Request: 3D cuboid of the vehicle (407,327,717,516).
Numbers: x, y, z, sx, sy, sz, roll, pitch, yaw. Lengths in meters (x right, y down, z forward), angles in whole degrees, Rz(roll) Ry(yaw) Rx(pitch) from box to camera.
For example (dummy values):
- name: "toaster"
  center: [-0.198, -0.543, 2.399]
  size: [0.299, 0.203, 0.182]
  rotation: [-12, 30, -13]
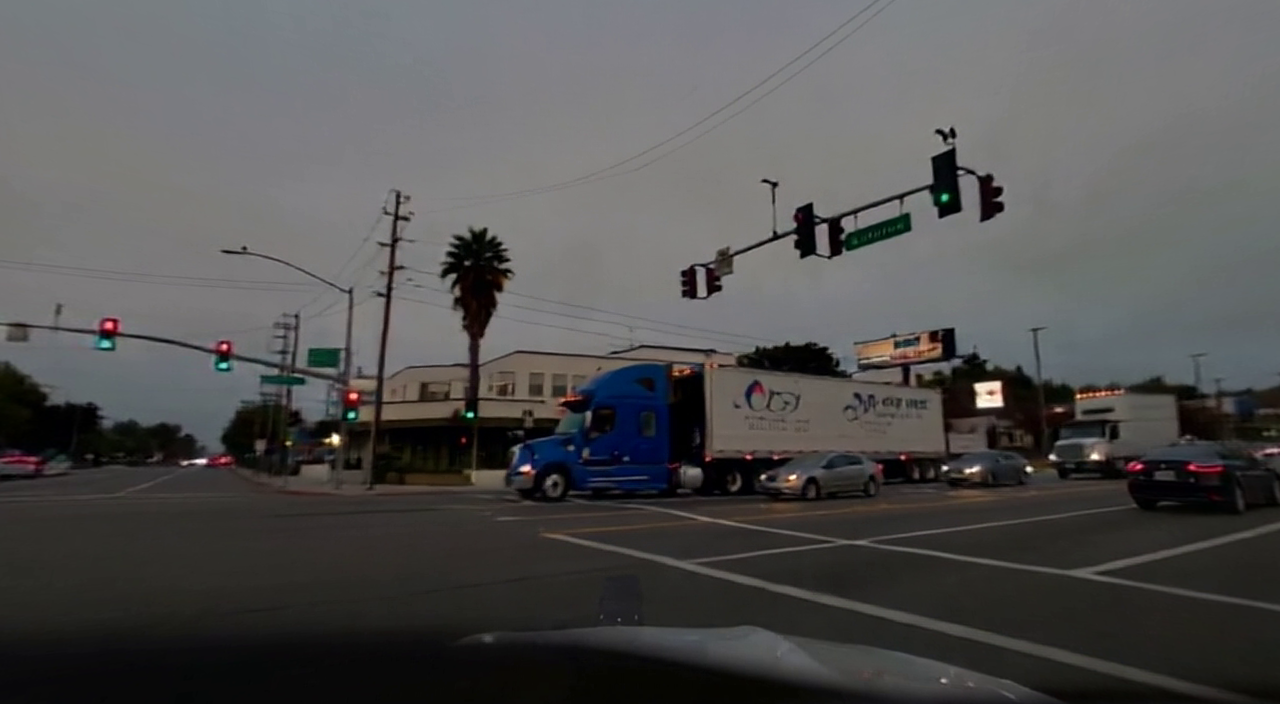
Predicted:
- name: "vehicle"
  center: [-1.955, 2.067, 18.120]
  size: [8.167, 4.352, 3.029]
  rotation: [5, -10, -34]

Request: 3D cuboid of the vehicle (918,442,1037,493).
- name: "vehicle"
  center: [12.851, 4.354, 24.021]
  size: [4.443, 1.512, 1.919]
  rotation: [2, -10, -33]

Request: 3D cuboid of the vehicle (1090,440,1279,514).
- name: "vehicle"
  center: [13.215, 2.873, 15.191]
  size: [5.114, 1.492, 2.040]
  rotation: [5, -10, -33]

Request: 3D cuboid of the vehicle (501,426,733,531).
- name: "vehicle"
  center: [-0.479, 2.919, 15.220]
  size: [5.079, 1.893, 2.200]
  rotation: [2, -10, -35]

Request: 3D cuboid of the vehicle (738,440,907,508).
- name: "vehicle"
  center: [5.521, 3.577, 18.924]
  size: [4.958, 1.510, 1.949]
  rotation: [2, -10, -33]

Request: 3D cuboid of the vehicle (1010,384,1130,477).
- name: "vehicle"
  center: [19.524, 3.596, 28.797]
  size: [3.372, 3.903, 3.027]
  rotation: [4, -10, -32]
